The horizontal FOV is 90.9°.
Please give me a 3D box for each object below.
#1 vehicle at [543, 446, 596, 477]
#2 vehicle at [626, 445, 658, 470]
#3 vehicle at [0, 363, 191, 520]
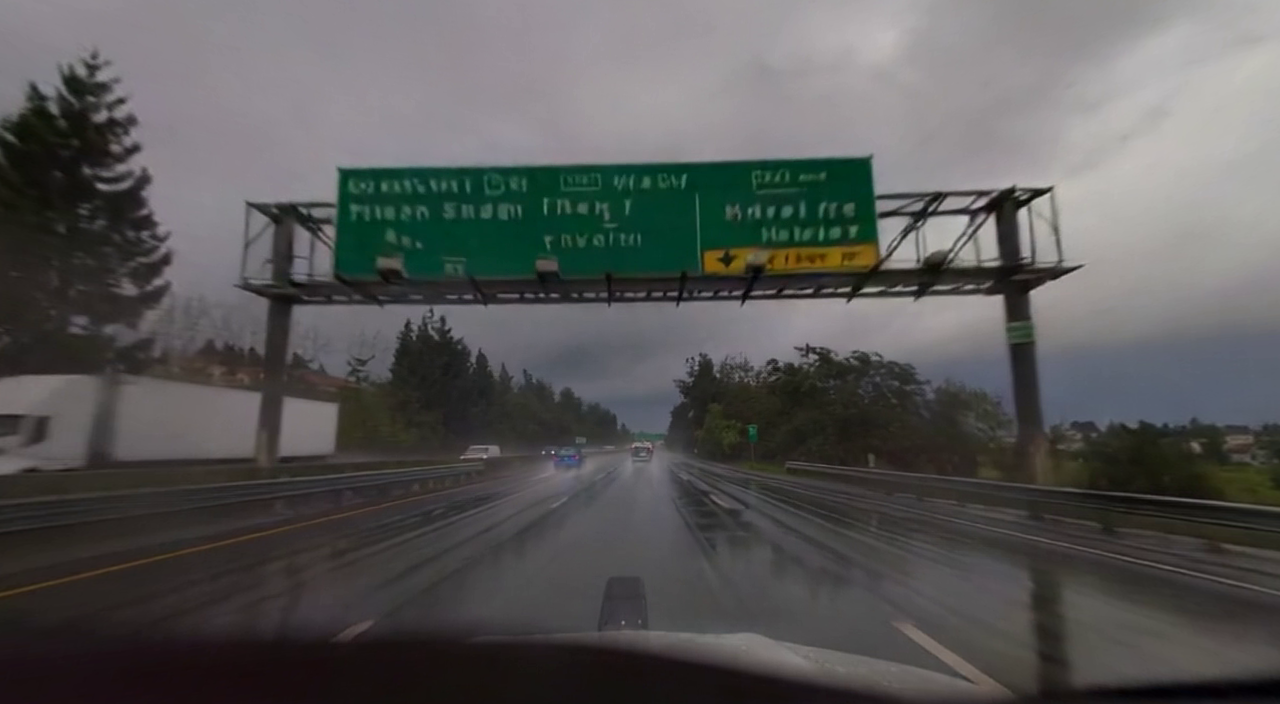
[{"bbox_3d":[-3.613,5.669,32.950,2.157,1.483,4.601,0,-9,1],"label":"vehicle"},{"bbox_3d":[0.137,7.011,42.129,2.011,1.590,3.607,0,-9,0],"label":"vehicle"},{"bbox_3d":[-17.614,2.752,19.365,2.969,4.056,6.010,0,-9,0],"label":"vehicle"}]
